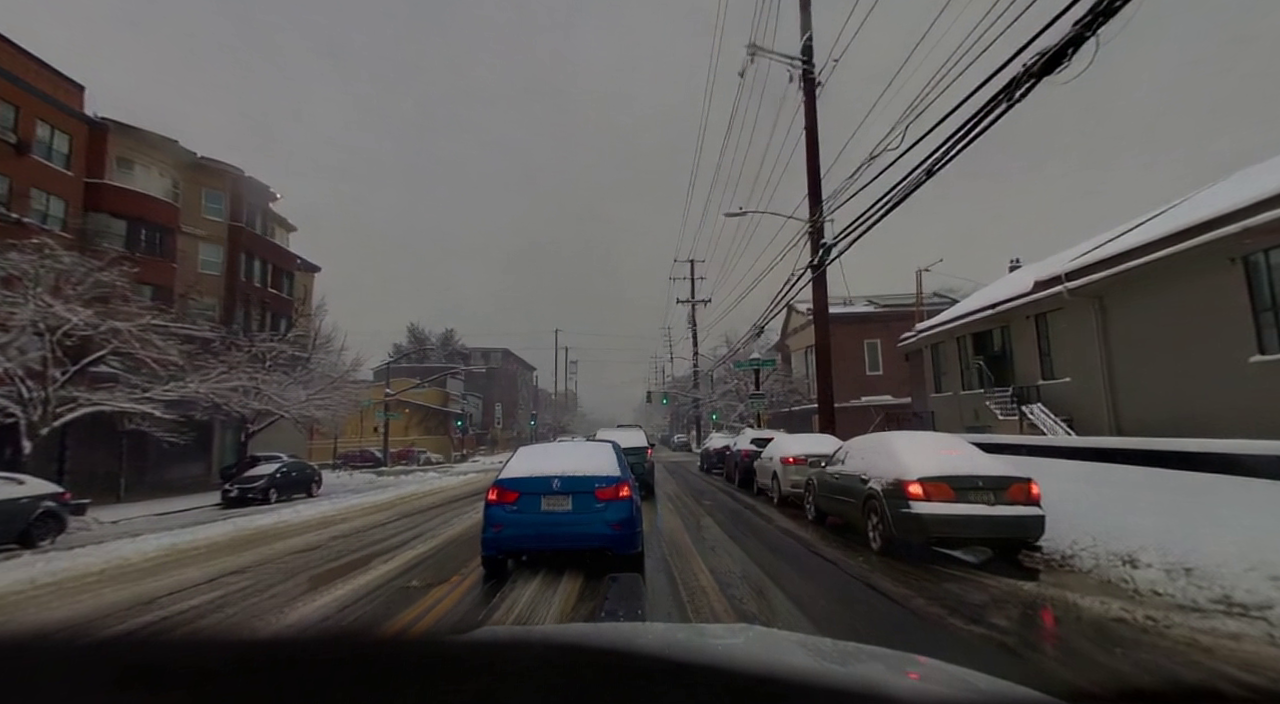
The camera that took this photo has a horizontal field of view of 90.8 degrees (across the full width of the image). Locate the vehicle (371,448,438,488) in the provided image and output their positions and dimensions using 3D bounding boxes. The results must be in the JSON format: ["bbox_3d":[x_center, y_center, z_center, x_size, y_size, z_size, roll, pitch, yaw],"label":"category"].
[{"bbox_3d":[-11.921,5.866,32.237,2.011,1.687,4.079,-5,-8,-3],"label":"vehicle"}]

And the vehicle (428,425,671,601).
[{"bbox_3d":[-0.752,1.691,7.636,2.019,1.453,4.603,0,-8,0],"label":"vehicle"}]

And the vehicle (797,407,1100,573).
[{"bbox_3d":[3.790,1.768,8.890,1.967,1.721,4.410,0,-8,-1],"label":"vehicle"}]

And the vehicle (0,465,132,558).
[{"bbox_3d":[-11.913,2.909,11.300,1.850,1.487,4.711,-3,-8,-1],"label":"vehicle"}]

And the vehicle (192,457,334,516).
[{"bbox_3d":[-11.888,4.217,20.338,1.868,1.491,4.367,-3,-8,0],"label":"vehicle"}]
